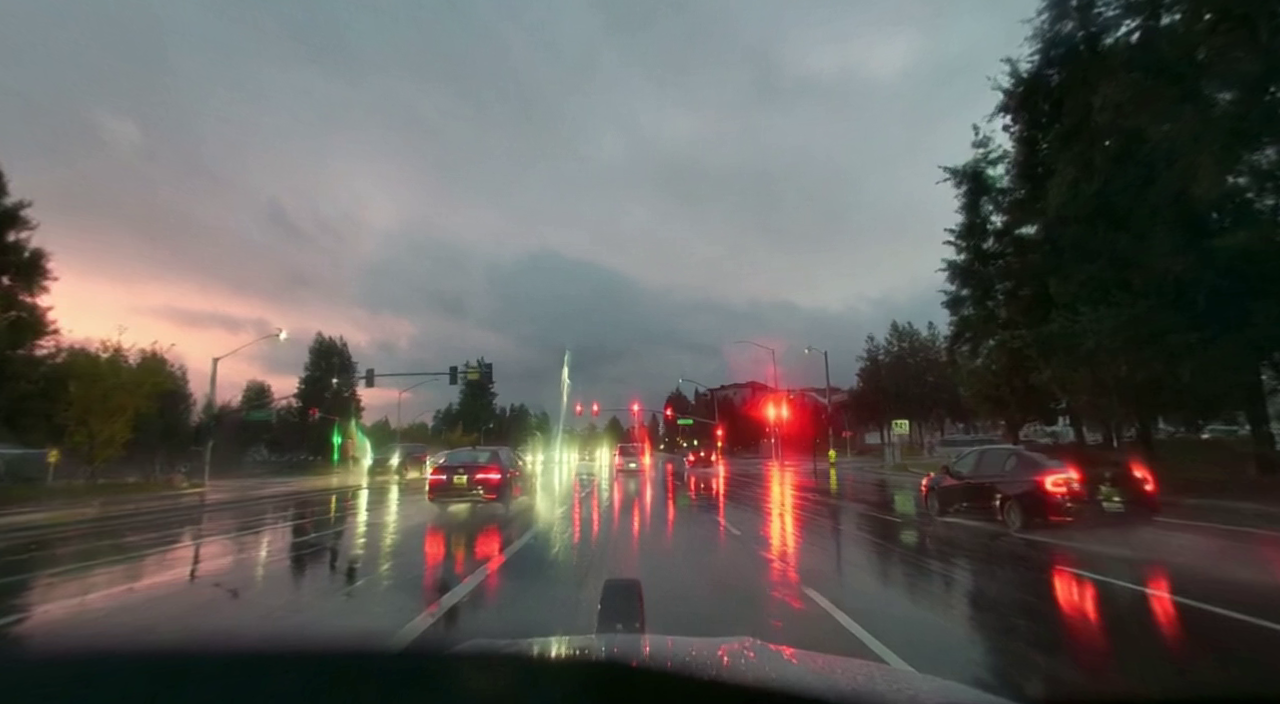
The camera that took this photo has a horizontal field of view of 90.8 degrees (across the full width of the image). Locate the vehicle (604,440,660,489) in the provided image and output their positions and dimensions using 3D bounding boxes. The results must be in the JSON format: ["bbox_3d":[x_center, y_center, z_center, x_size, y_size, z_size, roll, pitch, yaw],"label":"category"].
[{"bbox_3d":[-0.291,4.330,24.712,2.008,1.716,4.125,0,-8,0],"label":"vehicle"}]

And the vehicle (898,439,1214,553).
[{"bbox_3d":[6.317,2.199,10.490,2.028,1.451,4.625,0,-8,-1],"label":"vehicle"}]

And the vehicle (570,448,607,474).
[{"bbox_3d":[-3.128,6.701,39.076,2.002,1.502,4.057,0,-8,-1],"label":"vehicle"}]

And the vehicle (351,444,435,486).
[{"bbox_3d":[-10.988,5.033,28.486,2.026,1.706,4.041,0,-8,2],"label":"vehicle"}]

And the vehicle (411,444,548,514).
[{"bbox_3d":[-3.761,3.046,15.776,2.163,1.474,4.413,0,-8,1],"label":"vehicle"}]

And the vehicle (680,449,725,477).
[{"bbox_3d":[3.378,6.129,35.116,2.014,1.430,4.103,0,-8,-1],"label":"vehicle"}]
